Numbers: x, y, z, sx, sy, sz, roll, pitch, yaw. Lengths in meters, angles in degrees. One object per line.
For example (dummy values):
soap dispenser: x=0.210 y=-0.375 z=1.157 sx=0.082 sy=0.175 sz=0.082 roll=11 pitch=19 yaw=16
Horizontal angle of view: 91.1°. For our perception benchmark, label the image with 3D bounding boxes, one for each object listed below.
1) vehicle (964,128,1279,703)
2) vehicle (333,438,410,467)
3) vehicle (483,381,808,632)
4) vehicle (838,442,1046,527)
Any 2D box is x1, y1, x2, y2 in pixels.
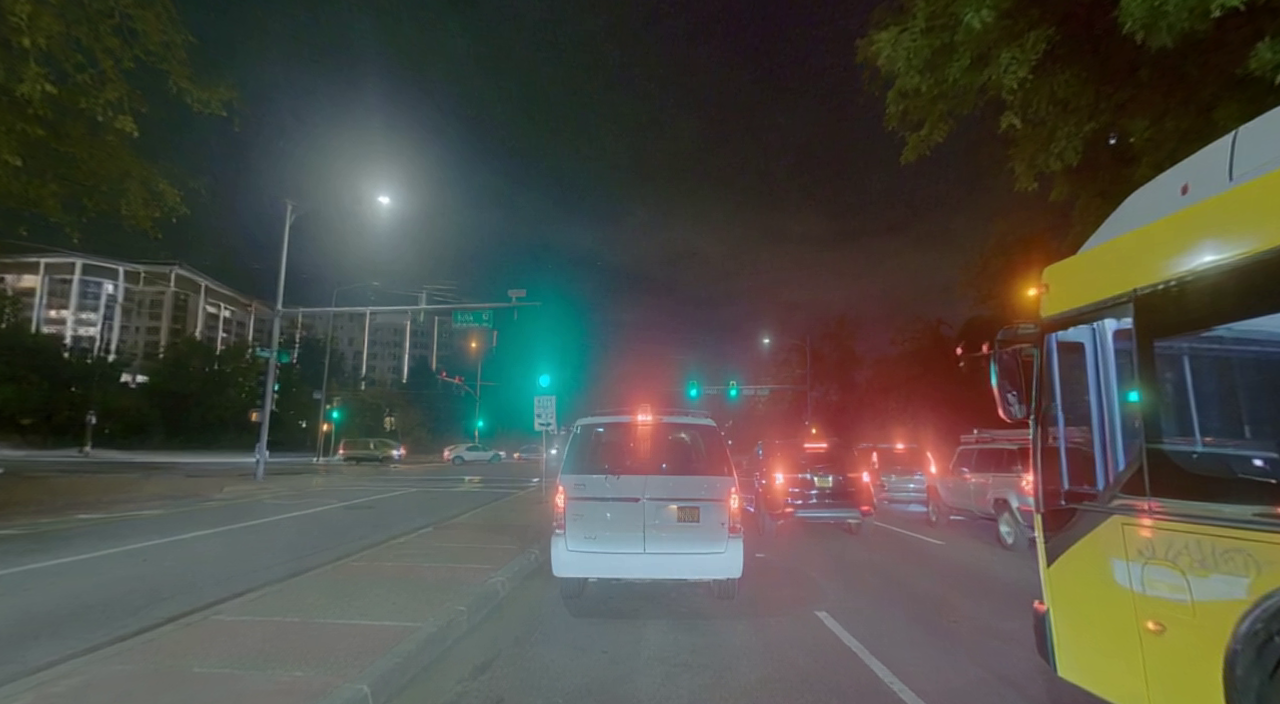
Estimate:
vehicle: x=2.615 y=0.318 z=0.433 sx=2.037 sy=2.065 sz=5.037 roll=0 pitch=-8 yaw=0
vehicle: x=-16.927 y=6.350 z=39.751 sx=4.097 sy=1.720 sz=1.924 roll=2 pitch=-9 yaw=-13
vehicle: x=0.012 y=1.475 z=7.013 sx=2.381 sy=1.842 sz=4.603 roll=0 pitch=-8 yaw=-1
vehicle: x=5.977 y=2.638 z=13.233 sx=1.987 sy=1.457 sz=4.675 roll=0 pitch=-8 yaw=-1
